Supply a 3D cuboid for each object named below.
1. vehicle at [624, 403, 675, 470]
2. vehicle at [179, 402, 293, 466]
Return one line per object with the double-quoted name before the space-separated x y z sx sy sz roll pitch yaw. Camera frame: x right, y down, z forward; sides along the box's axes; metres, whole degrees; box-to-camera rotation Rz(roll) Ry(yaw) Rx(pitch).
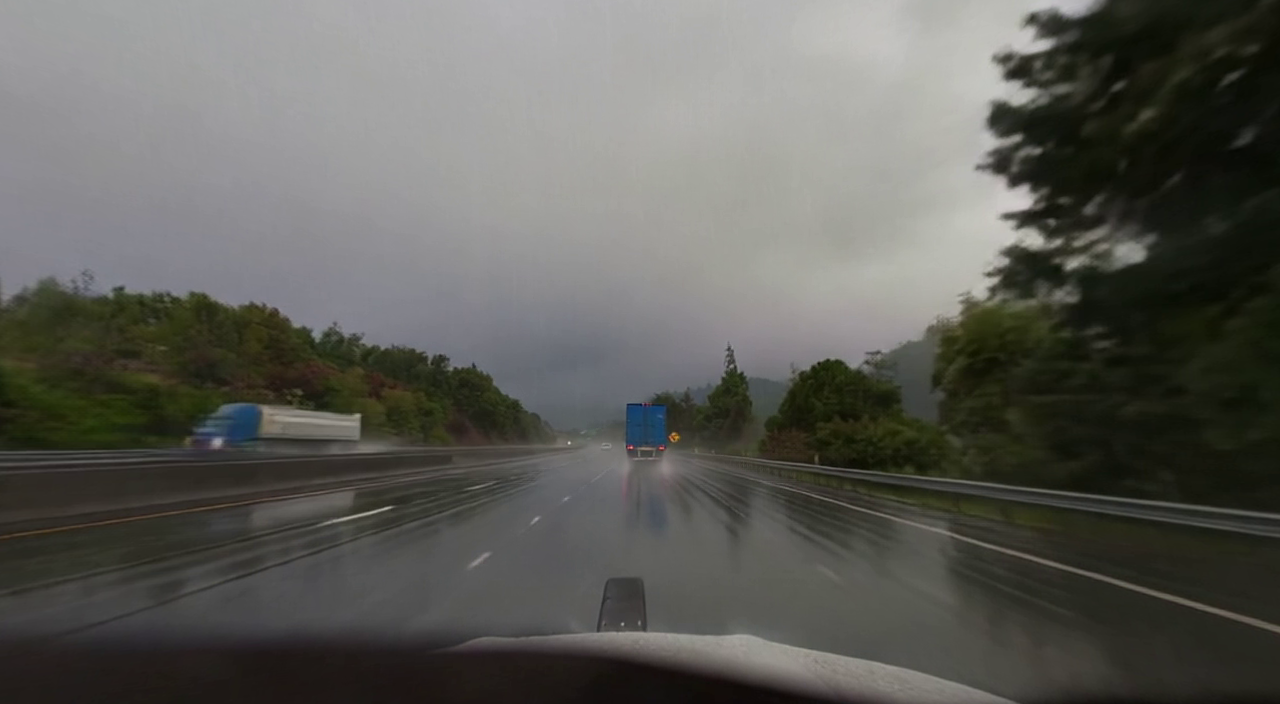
"vehicle" 0.415 5.927 43.466 3.055 4.009 10.972 0 -9 -2
"vehicle" -23.322 4.839 36.836 2.826 3.425 5.785 0 -9 -2
